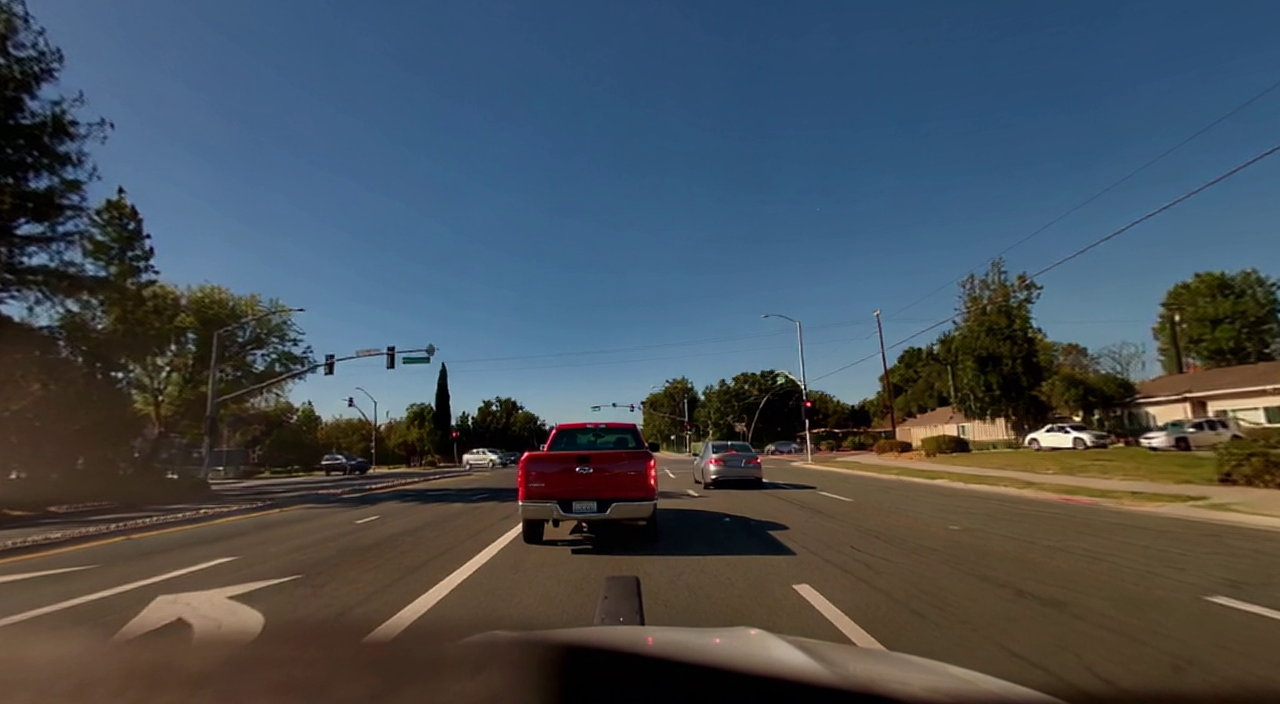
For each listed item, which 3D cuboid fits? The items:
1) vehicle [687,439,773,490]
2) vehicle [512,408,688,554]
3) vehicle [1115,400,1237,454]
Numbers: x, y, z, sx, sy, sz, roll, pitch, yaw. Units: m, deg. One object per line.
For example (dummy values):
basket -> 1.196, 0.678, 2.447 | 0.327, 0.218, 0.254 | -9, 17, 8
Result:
vehicle -> 2.811, 3.635, 20.818 | 2.073, 1.484, 4.437 | 0, -9, -1
vehicle -> -0.500, 1.927, 10.153 | 2.145, 1.762, 4.731 | 0, -9, 0
vehicle -> 30.457, 4.341, 36.105 | 2.892, 2.881, 4.178 | 2, -9, -15
